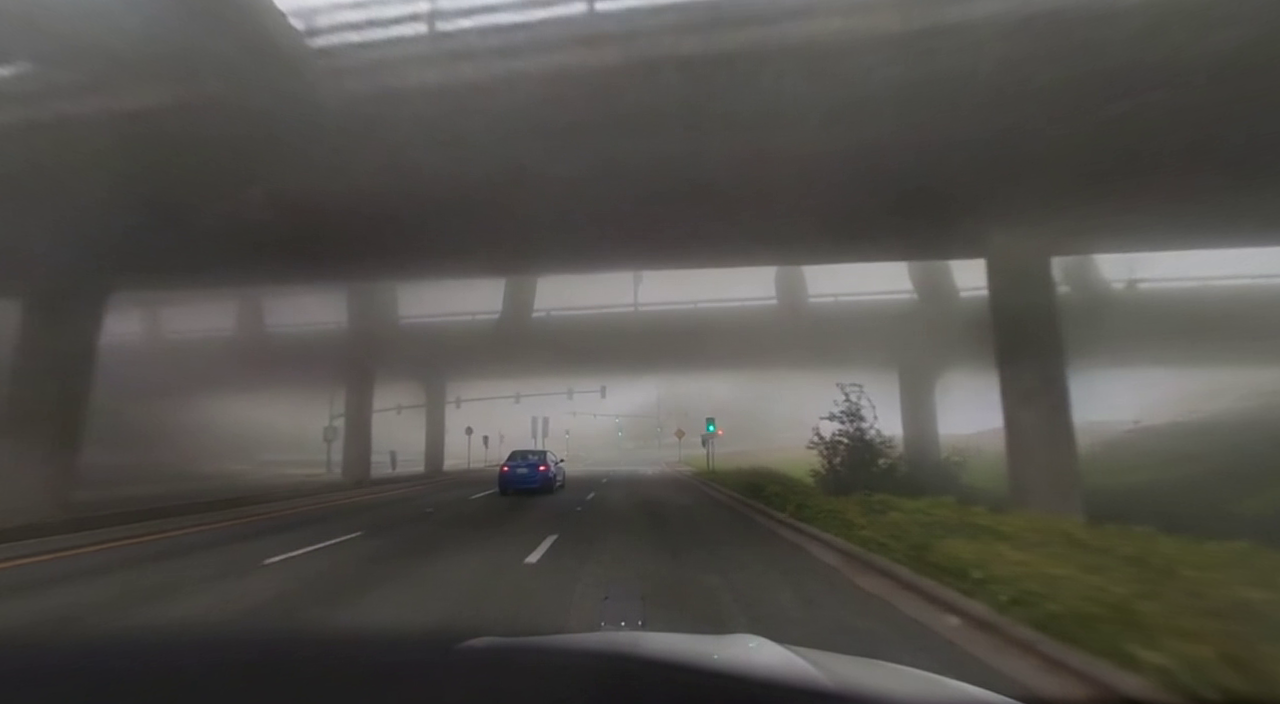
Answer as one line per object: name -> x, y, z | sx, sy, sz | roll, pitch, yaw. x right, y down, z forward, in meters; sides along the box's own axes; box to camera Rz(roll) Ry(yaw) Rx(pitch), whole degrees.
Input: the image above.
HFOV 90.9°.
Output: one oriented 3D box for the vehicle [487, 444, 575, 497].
vehicle -> -3.324, 3.719, 20.137 | 1.963, 1.460, 4.614 | 0, -9, 0
